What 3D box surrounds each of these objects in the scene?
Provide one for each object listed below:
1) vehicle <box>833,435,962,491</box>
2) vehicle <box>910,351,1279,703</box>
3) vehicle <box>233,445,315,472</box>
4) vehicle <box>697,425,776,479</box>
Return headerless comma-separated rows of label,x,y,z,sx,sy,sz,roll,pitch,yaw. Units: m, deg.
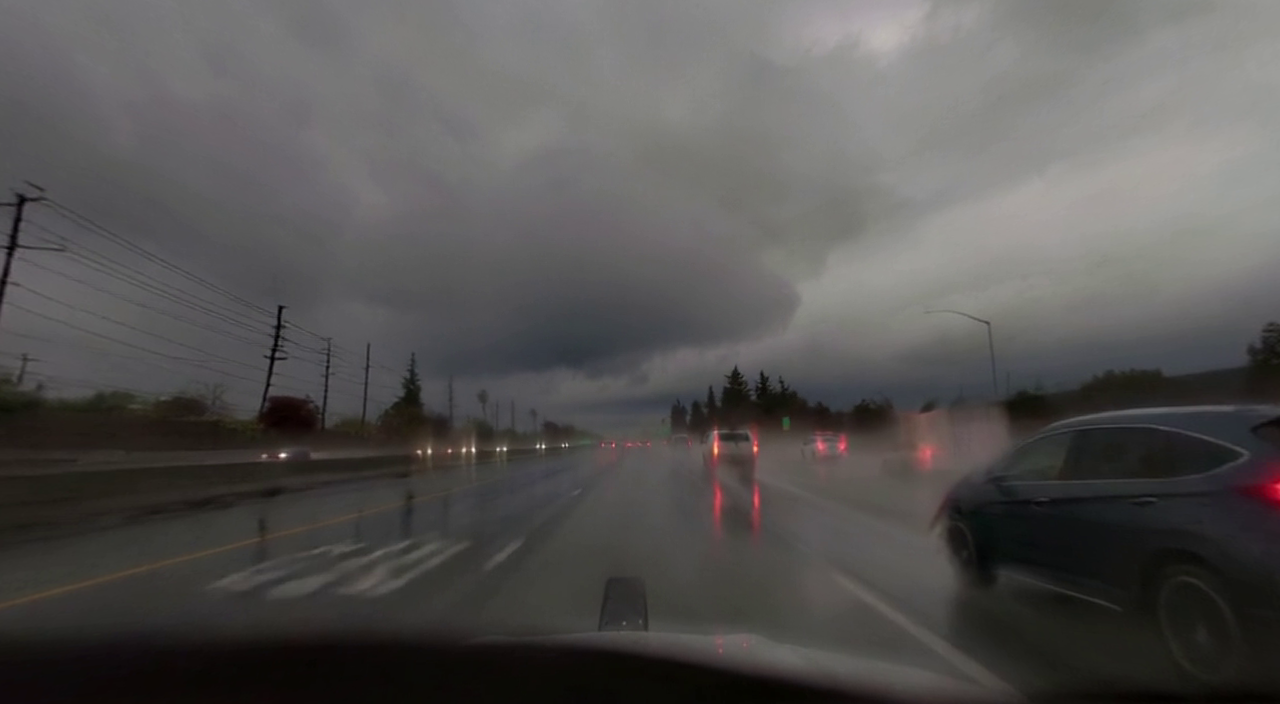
vehicle,7.664,3.331,19.323,2.022,1.466,4.509,-1,-8,0
vehicle,3.805,1.015,4.060,2.146,1.639,4.475,-1,-8,0
vehicle,-28.509,8.300,49.494,2.663,1.853,6.491,0,-8,-1
vehicle,3.918,4.191,26.791,2.442,2.022,5.466,-1,-8,0
